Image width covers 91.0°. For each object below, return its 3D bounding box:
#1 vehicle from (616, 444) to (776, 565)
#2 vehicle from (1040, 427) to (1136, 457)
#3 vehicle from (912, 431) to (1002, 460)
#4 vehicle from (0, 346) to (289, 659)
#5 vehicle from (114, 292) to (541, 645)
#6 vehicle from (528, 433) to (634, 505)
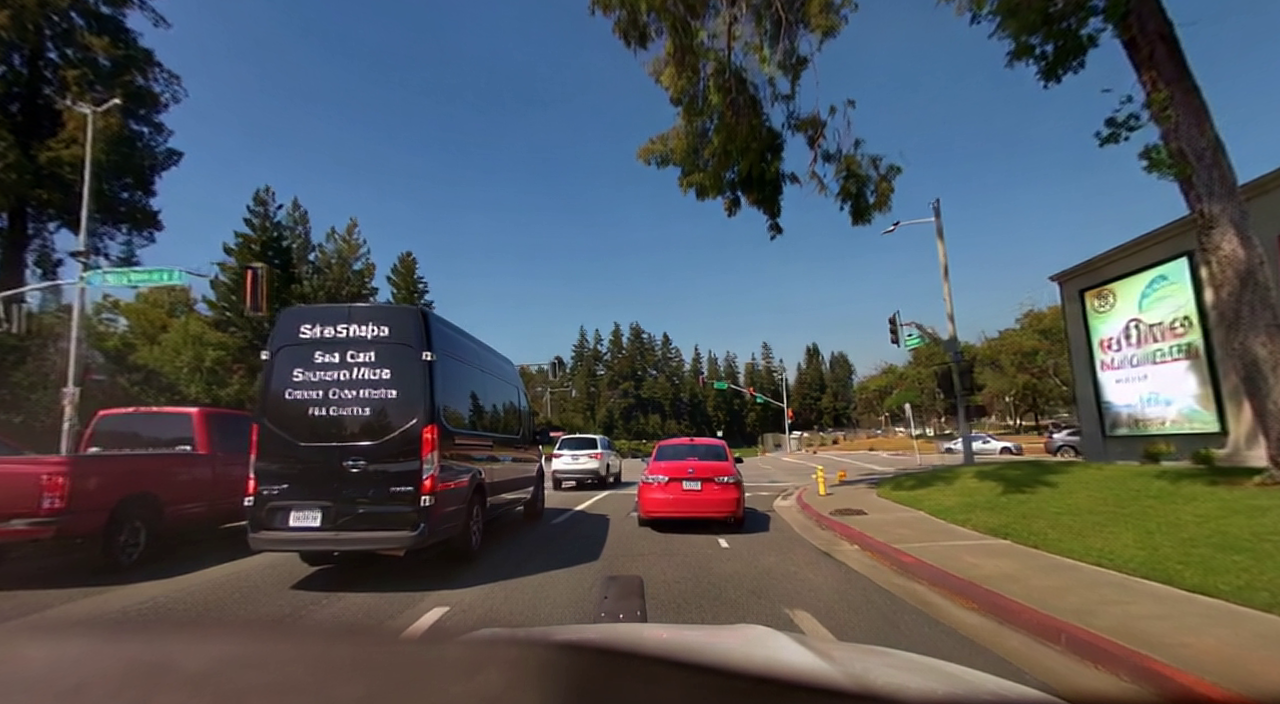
[{"bbox_3d":[1.085,2.596,11.641,2.398,1.773,4.254,-1,-8,7],"label":"vehicle"},{"bbox_3d":[31.324,6.322,44.118,5.084,2.041,2.360,1,-9,-8],"label":"vehicle"},{"bbox_3d":[21.345,6.326,42.461,5.021,1.848,2.210,1,-9,-10],"label":"vehicle"},{"bbox_3d":[-6.018,1.315,5.955,2.352,2.333,5.197,0,-8,0],"label":"vehicle"},{"bbox_3d":[-3.124,1.379,8.347,2.555,3.035,5.702,0,-8,1],"label":"vehicle"},{"bbox_3d":[-1.617,3.466,19.123,2.130,1.876,4.445,-1,-9,9],"label":"vehicle"}]
